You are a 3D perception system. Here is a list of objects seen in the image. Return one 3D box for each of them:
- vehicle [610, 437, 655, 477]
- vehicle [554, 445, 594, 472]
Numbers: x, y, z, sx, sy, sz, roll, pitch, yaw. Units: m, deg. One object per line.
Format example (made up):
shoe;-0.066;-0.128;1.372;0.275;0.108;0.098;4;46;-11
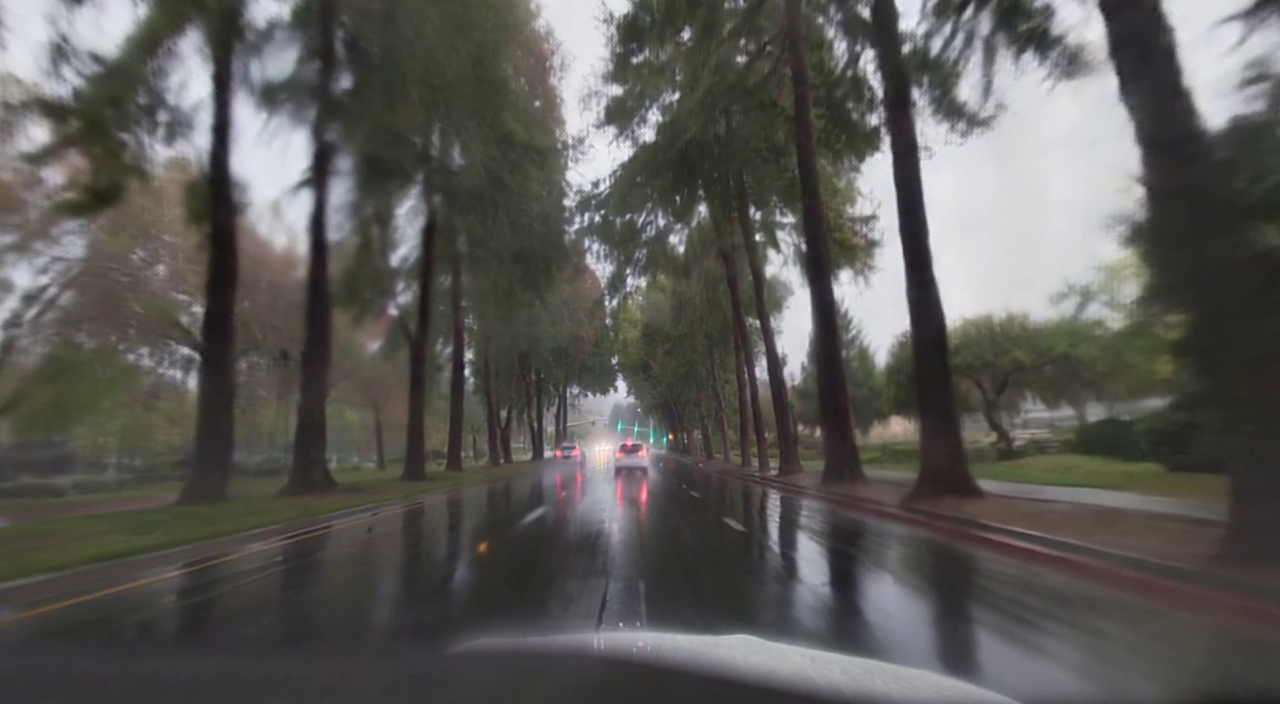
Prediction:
vehicle;-0.346;4.998;30.304;2.018;1.769;3.897;0;-8;-1
vehicle;-4.023;6.523;39.019;1.936;1.538;4.016;0;-8;1
